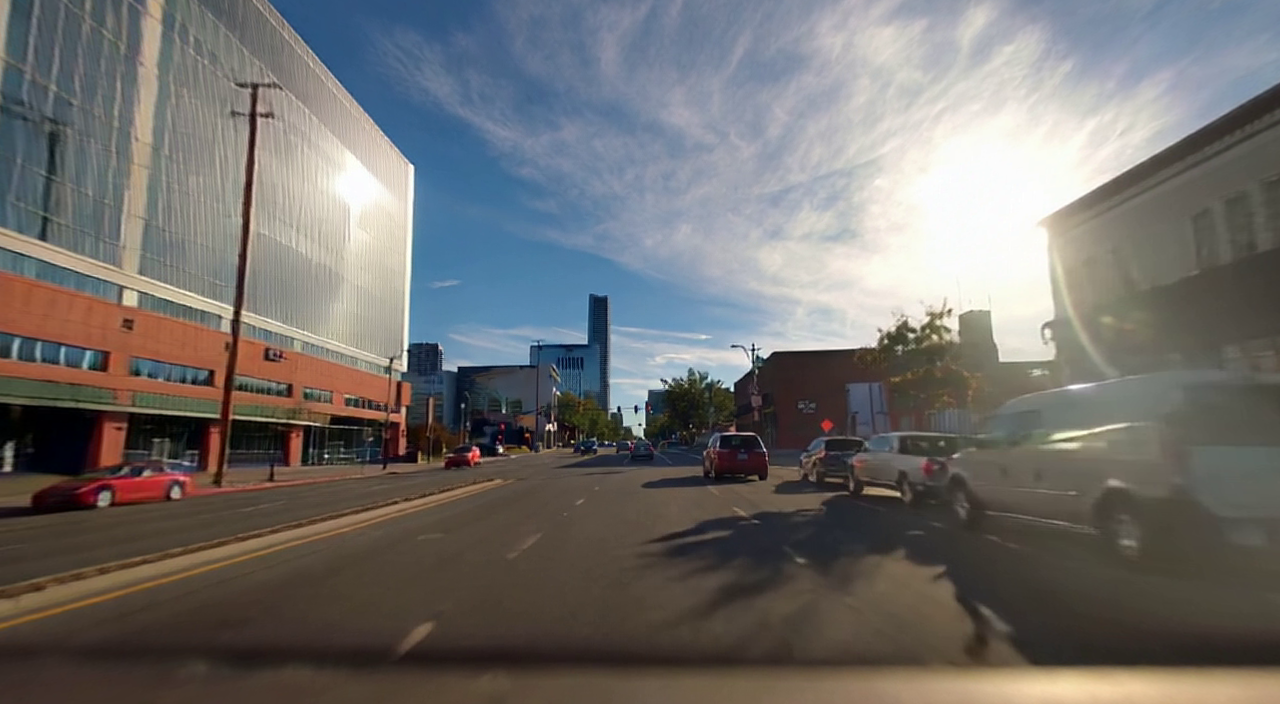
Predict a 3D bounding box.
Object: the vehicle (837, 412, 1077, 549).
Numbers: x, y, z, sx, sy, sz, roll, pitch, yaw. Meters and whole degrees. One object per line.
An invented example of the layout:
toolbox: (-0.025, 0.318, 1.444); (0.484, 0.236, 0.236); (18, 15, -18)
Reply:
vehicle: (6.859, 2.680, 14.880); (2.440, 2.204, 6.276); (-7, -5, 2)

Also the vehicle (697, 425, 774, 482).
vehicle: (3.522, 3.860, 24.244); (2.159, 1.938, 4.836); (0, -9, 0)

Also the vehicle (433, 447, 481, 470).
vehicle: (-12.552, 7.294, 43.449); (2.023, 1.496, 4.529); (0, -9, -1)

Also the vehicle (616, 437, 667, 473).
vehicle: (0.077, 4.920, 30.219); (2.245, 1.587, 4.094); (0, -8, 1)

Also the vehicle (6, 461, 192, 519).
vehicle: (-17.432, 4.424, 20.709); (1.924, 1.558, 4.620); (0, -9, 1)

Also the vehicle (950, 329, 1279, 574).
vehicle: (6.694, 1.254, 8.398); (2.396, 2.218, 5.242); (-1, -8, 0)
